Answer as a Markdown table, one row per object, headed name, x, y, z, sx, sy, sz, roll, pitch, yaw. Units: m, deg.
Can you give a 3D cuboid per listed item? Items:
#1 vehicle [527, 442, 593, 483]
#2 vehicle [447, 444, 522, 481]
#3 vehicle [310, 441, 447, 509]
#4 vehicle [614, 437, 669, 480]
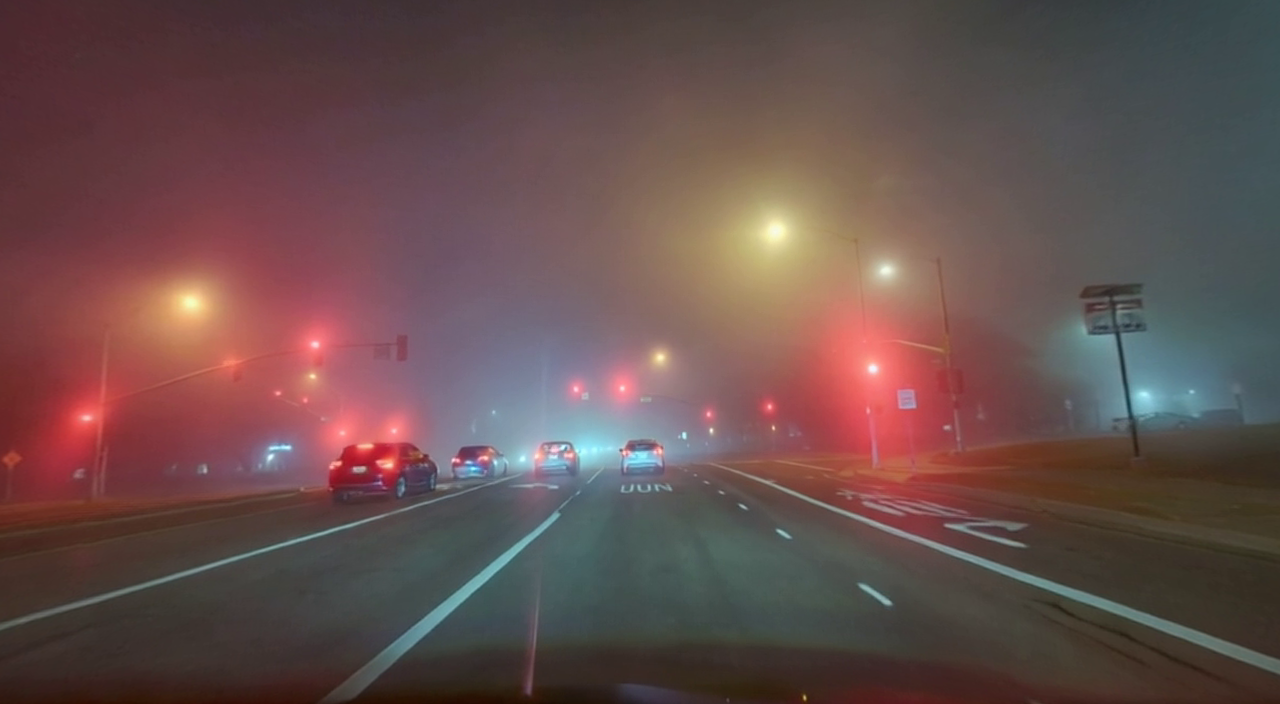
| name | x | y | z | sx | sy | sz | roll | pitch | yaw |
| --- | --- | --- | --- | --- | --- | --- | --- | --- | --- |
| vehicle | -2.997 | 4.233 | 24.511 | 1.946 | 1.437 | 4.154 | 0 | -8 | 1 |
| vehicle | -6.551 | 4.699 | 27.125 | 2.074 | 1.447 | 4.224 | 0 | -8 | 1 |
| vehicle | -6.760 | 3.177 | 16.879 | 1.869 | 1.570 | 4.064 | 0 | -8 | 1 |
| vehicle | 0.066 | 4.146 | 24.852 | 1.985 | 1.521 | 3.968 | 0 | -8 | 0 |
